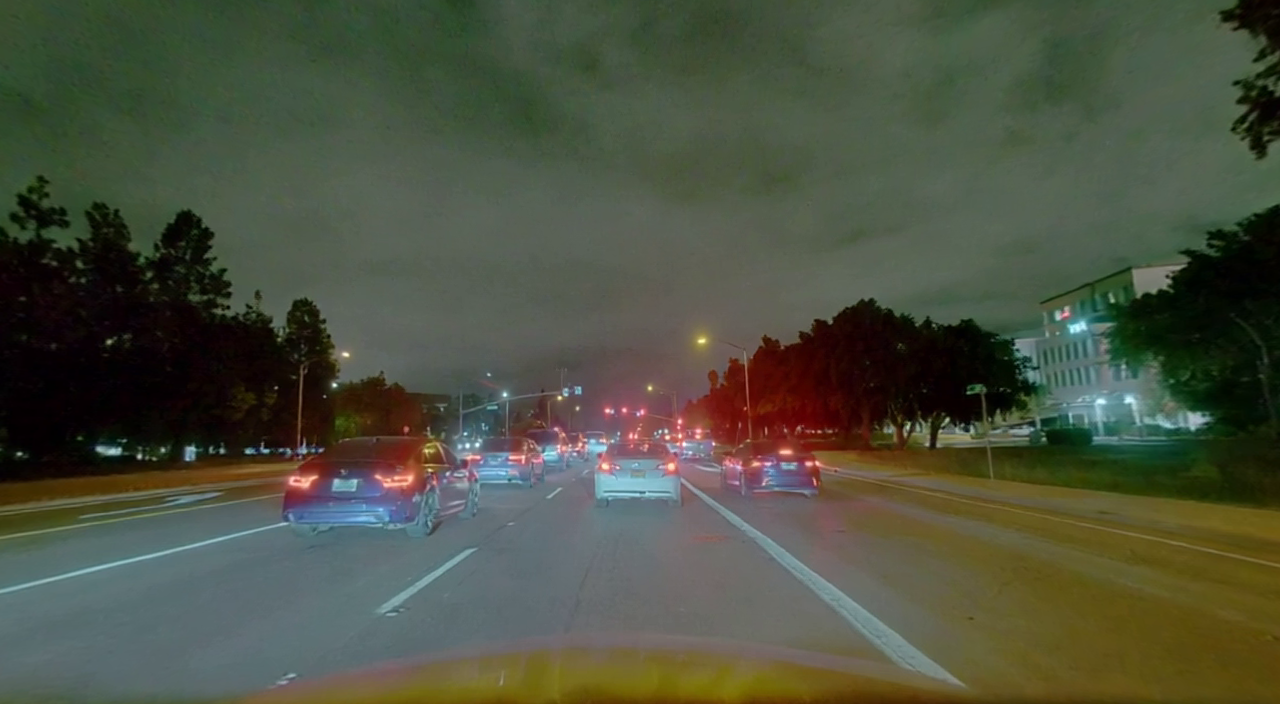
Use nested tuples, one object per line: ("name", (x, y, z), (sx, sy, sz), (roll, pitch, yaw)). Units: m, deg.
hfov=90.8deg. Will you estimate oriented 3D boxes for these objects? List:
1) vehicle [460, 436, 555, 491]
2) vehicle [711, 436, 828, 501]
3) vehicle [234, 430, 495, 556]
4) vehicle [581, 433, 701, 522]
("vehicle", (-3.875, 3.336, 19.250), (1.985, 1.467, 4.224), (0, -8, 0))
("vehicle", (3.188, 2.975, 16.570), (1.978, 1.452, 4.381), (0, -8, -3))
("vehicle", (-3.758, 1.989, 9.684), (2.052, 1.475, 4.341), (0, -8, 0))
("vehicle", (-0.052, 2.411, 12.686), (2.007, 1.467, 4.059), (0, -8, -2))
